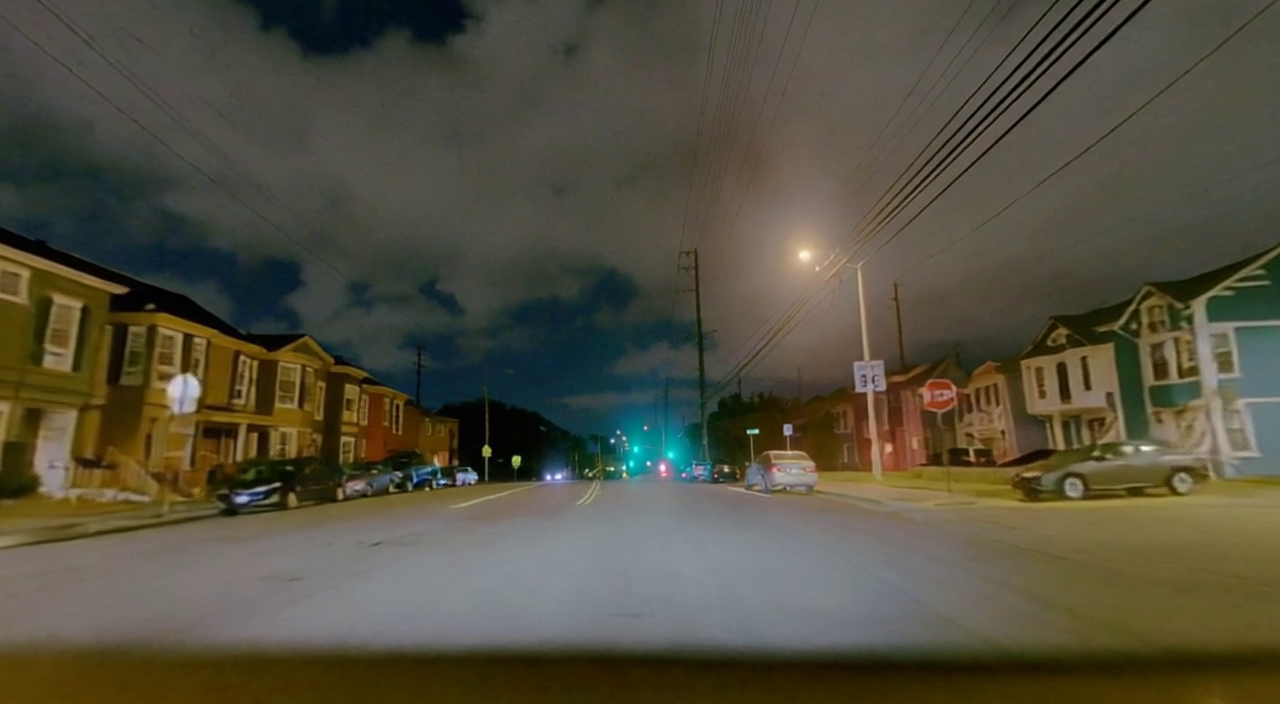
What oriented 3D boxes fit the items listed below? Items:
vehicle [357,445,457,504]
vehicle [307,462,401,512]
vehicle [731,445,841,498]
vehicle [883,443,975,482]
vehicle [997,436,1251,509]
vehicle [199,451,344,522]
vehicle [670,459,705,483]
[{"bbox_3d":[-10.909,5.744,30.261,2.687,2.491,5.936,0,-9,-2],"label":"vehicle"},{"bbox_3d":[-10.777,5.069,24.165,1.826,1.455,4.475,-5,-8,-5],"label":"vehicle"},{"bbox_3d":[4.578,3.826,20.680,2.059,1.502,4.824,1,-9,-5],"label":"vehicle"},{"bbox_3d":[12.913,4.954,28.378,3.545,1.448,2.041,-5,-4,24],"label":"vehicle"},{"bbox_3d":[10.582,2.603,13.975,4.336,1.424,1.954,1,-9,-11],"label":"vehicle"},{"bbox_3d":[-10.447,3.830,18.394,1.900,1.683,4.486,-2,-10,-6],"label":"vehicle"},{"bbox_3d":[3.387,8.615,45.992,1.917,1.434,4.733,-2,-9,-3],"label":"vehicle"}]
